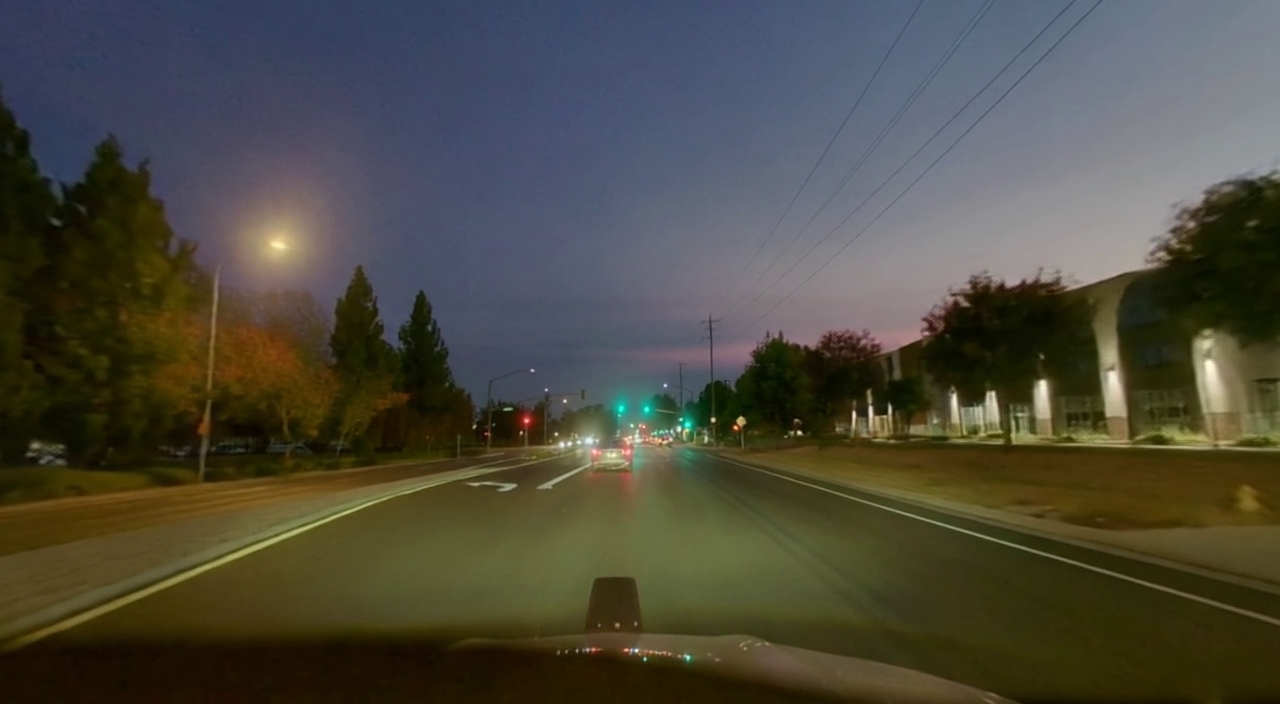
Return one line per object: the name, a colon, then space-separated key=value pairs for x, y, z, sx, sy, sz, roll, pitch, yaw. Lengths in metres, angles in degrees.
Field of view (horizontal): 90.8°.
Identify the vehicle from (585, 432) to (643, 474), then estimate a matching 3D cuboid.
vehicle: x=-0.943 y=3.863 z=24.420 sx=2.075 sy=1.470 sz=3.962 roll=0 pitch=-8 yaw=0
